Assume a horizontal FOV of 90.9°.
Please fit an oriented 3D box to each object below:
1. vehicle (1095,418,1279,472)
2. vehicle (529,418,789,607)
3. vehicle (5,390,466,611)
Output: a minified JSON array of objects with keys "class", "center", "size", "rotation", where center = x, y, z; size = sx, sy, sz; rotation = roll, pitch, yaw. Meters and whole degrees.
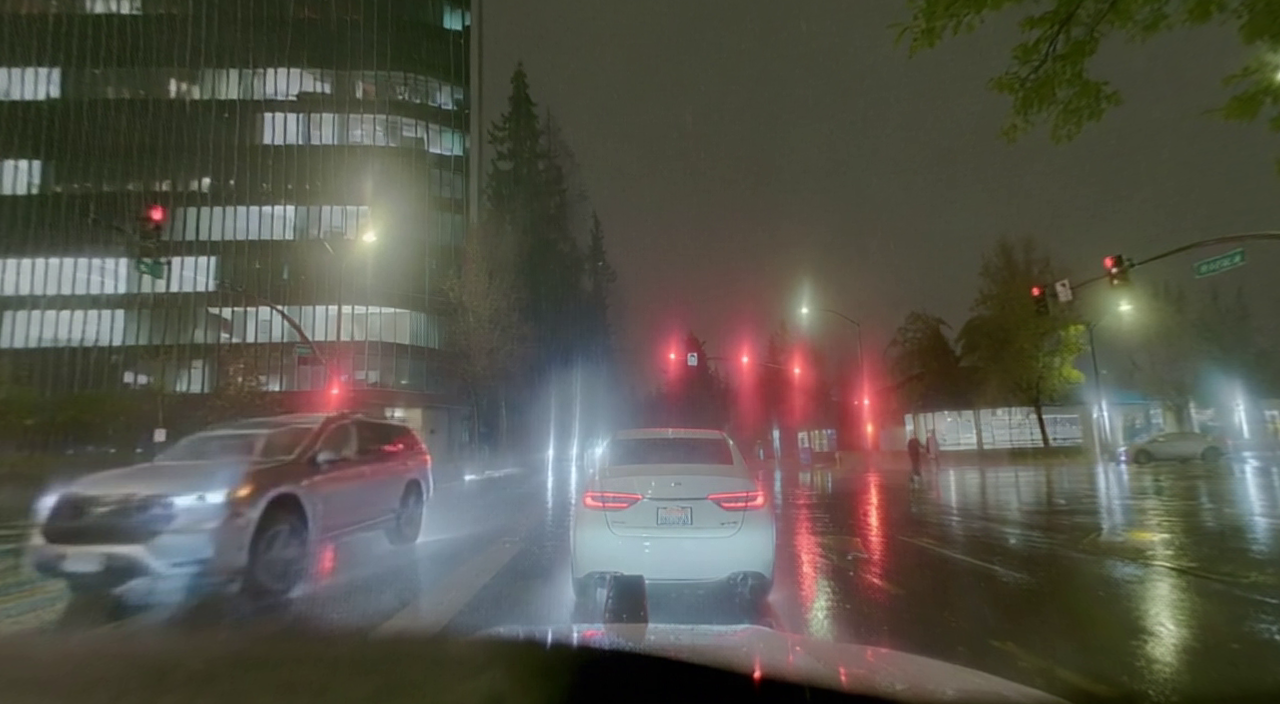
[{"class":"vehicle","center":[19.145,3.267,22.214],"size":[4.675,1.772,1.945],"rotation":[0,-8,-1]},{"class":"vehicle","center":[-0.133,1.647,7.476],"size":[1.893,1.532,4.145],"rotation":[2,-9,-15]},{"class":"vehicle","center":[-4.329,1.708,8.359],"size":[2.317,1.924,5.518],"rotation":[0,-8,2]}]
